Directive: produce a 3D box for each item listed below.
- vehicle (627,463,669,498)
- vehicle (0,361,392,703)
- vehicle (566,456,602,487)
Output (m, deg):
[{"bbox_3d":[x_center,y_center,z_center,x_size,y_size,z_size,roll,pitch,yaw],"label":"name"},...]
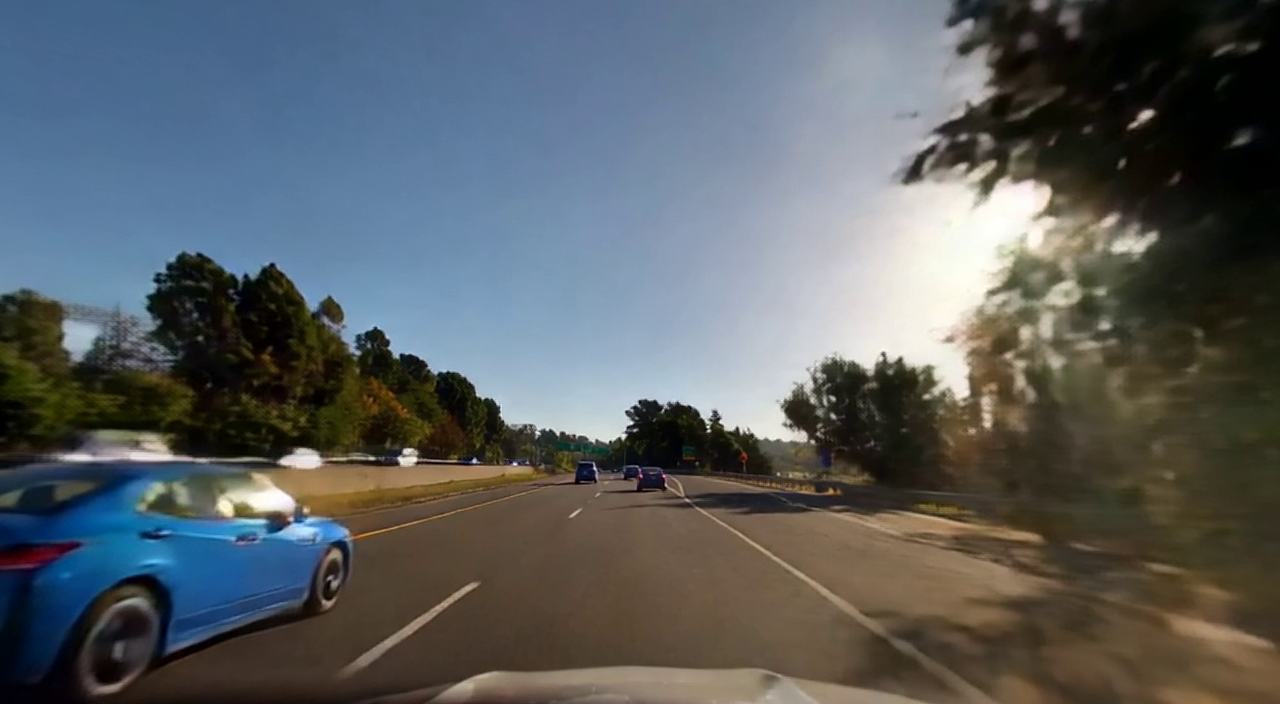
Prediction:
[{"bbox_3d":[0.331,6.208,30.554,1.905,1.559,3.491,1,-11,-2],"label":"vehicle"},{"bbox_3d":[-3.554,1.128,3.747,2.176,1.678,4.724,0,-11,0],"label":"vehicle"},{"bbox_3d":[-4.163,8.995,47.410,2.237,2.113,4.815,1,-11,0],"label":"vehicle"}]
